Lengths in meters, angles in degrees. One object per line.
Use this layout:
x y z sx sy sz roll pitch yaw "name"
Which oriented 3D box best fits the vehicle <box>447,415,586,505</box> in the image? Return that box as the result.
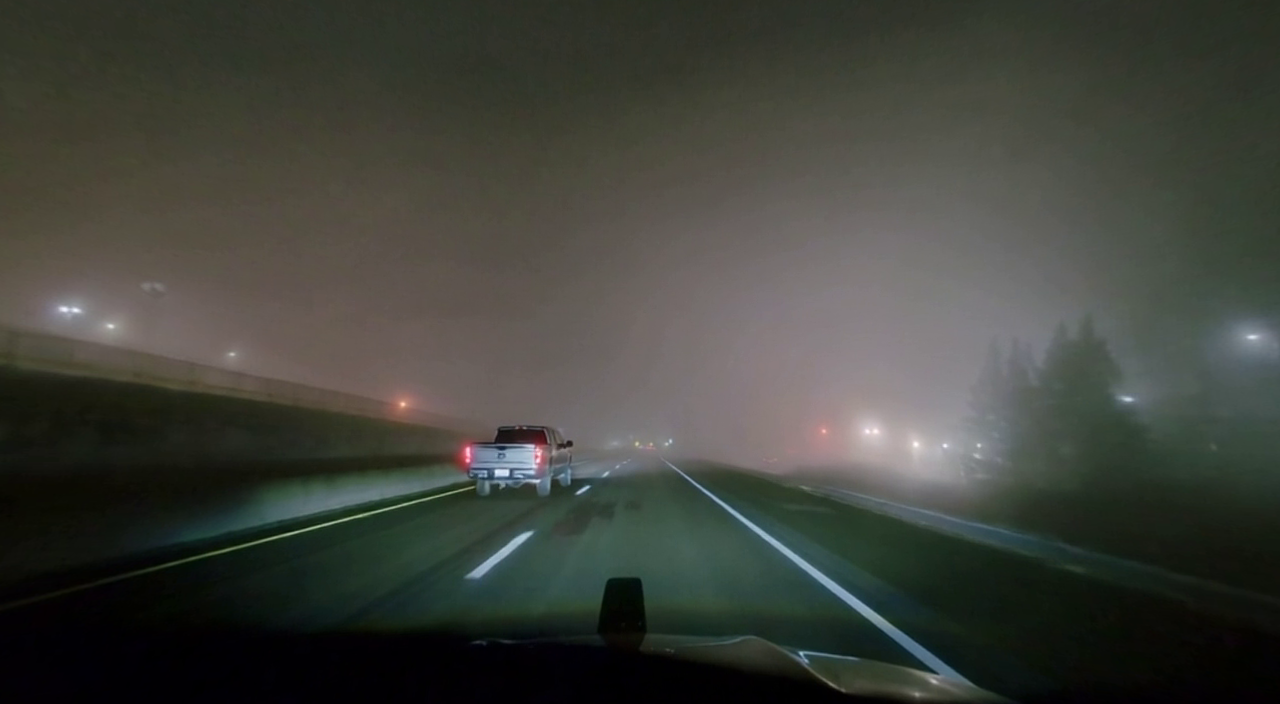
-2.930 2.756 16.508 2.350 1.932 5.562 0 -8 2 "vehicle"
